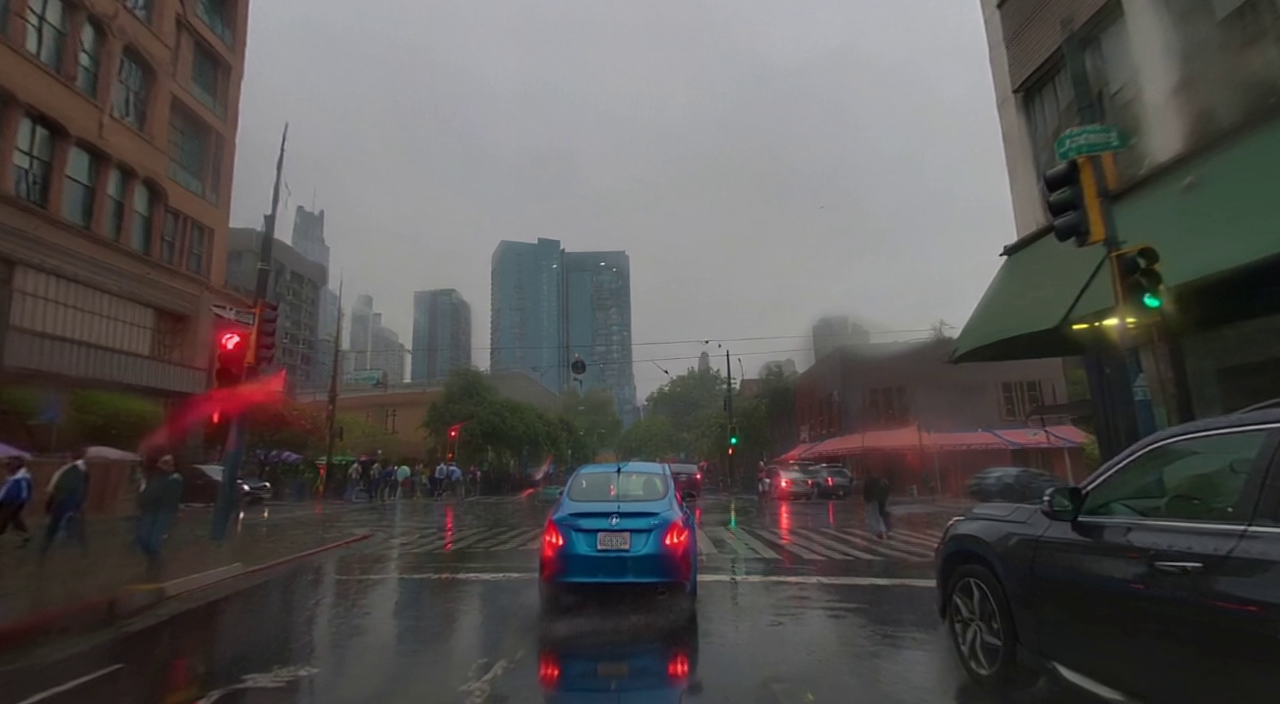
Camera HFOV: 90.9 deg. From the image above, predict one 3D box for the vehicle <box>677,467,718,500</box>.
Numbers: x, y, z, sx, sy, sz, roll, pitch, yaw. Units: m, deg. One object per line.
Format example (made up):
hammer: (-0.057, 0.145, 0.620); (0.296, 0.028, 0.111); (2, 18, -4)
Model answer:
vehicle: (3.464, 8.054, 38.809); (1.908, 1.741, 4.066); (0, -9, -3)

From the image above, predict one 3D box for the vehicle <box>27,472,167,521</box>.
vehicle: (-25.483, 6.781, 29.720); (4.588, 2.048, 2.110); (0, -9, 1)

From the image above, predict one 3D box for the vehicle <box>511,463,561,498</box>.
vehicle: (-6.351, 7.902, 39.006); (2.226, 1.896, 4.438); (-1, -8, 1)

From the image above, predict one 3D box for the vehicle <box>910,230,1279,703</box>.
vehicle: (3.208, 0.541, 1.245); (2.632, 1.979, 6.096); (0, -8, 0)

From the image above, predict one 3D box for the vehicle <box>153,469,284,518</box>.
vehicle: (-19.781, 6.626, 29.711); (4.750, 2.083, 2.002); (-1, -9, 3)
